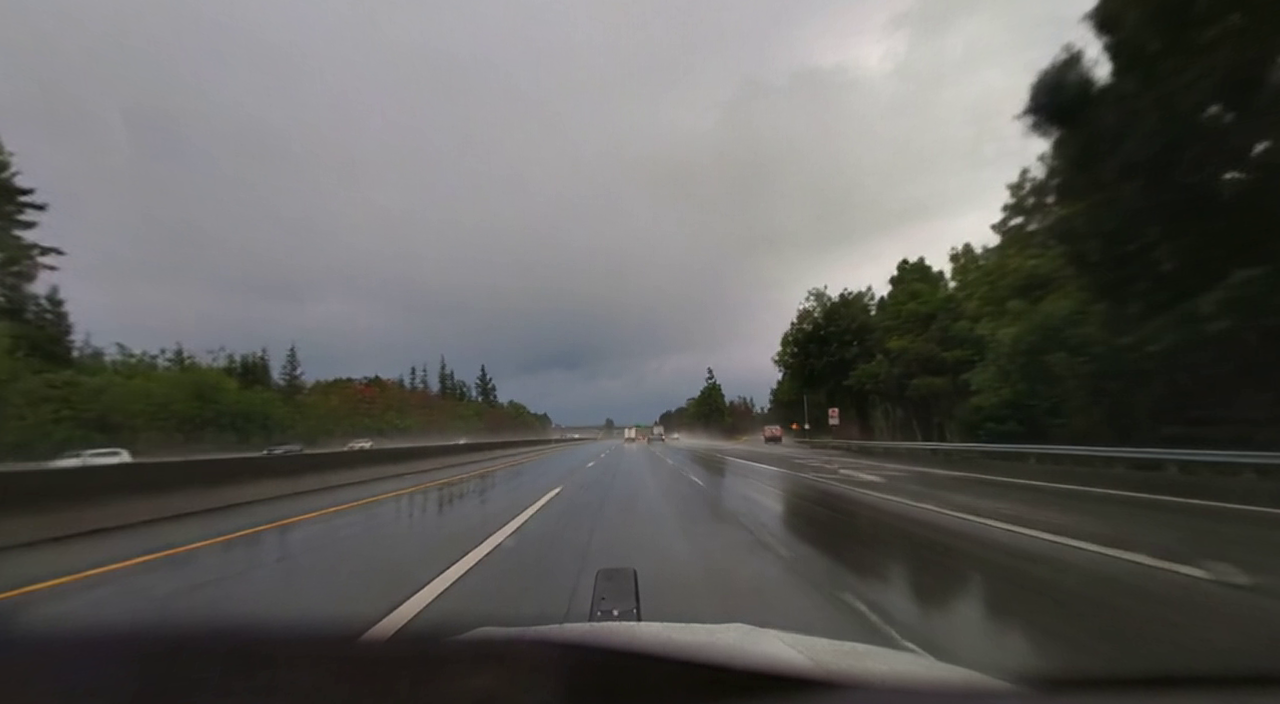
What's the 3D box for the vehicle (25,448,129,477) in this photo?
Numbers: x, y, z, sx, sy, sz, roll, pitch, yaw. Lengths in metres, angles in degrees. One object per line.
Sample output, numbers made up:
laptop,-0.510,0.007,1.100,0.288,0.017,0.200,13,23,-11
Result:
vehicle,-32.487,6.355,36.542,1.789,1.443,4.592,0,-8,0
